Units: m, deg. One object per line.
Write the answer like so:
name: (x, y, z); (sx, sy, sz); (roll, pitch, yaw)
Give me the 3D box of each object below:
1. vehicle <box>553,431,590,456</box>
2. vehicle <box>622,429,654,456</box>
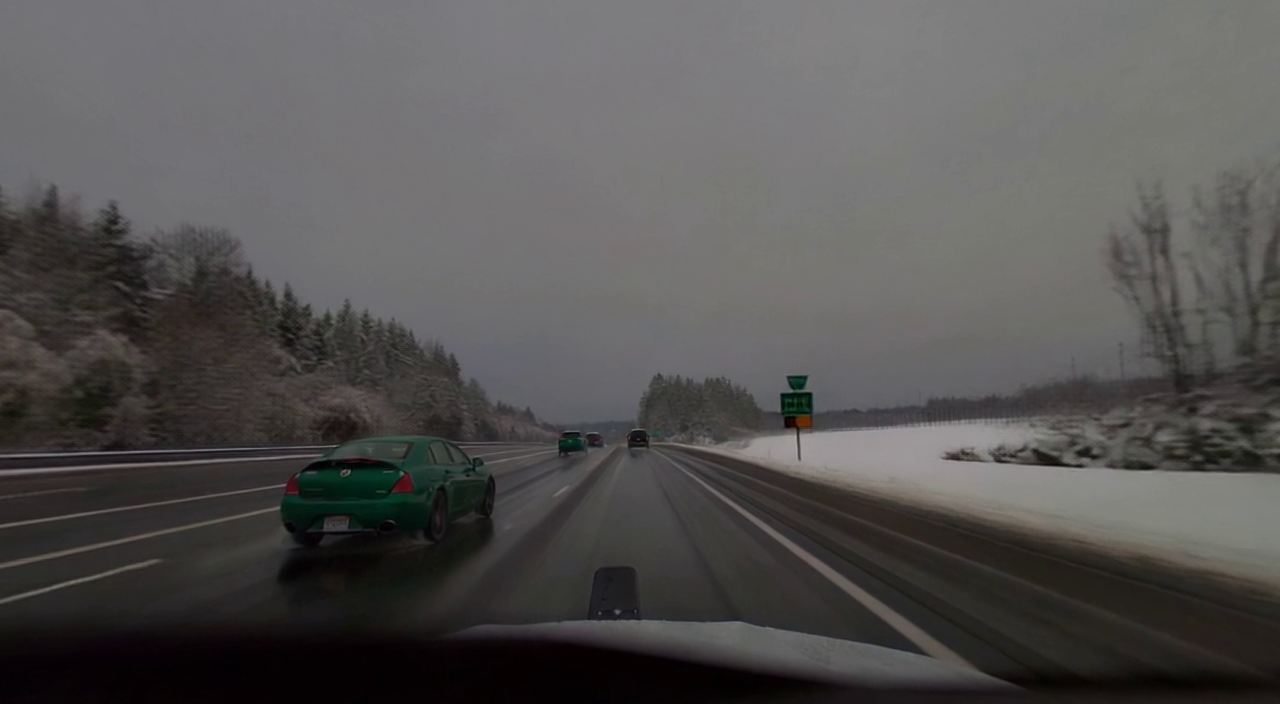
vehicle: (-4.608, 6.206, 42.771); (2.055, 1.610, 4.116); (0, -8, 0)
vehicle: (-0.182, 6.368, 44.557); (2.170, 1.790, 4.490); (0, -8, -1)
